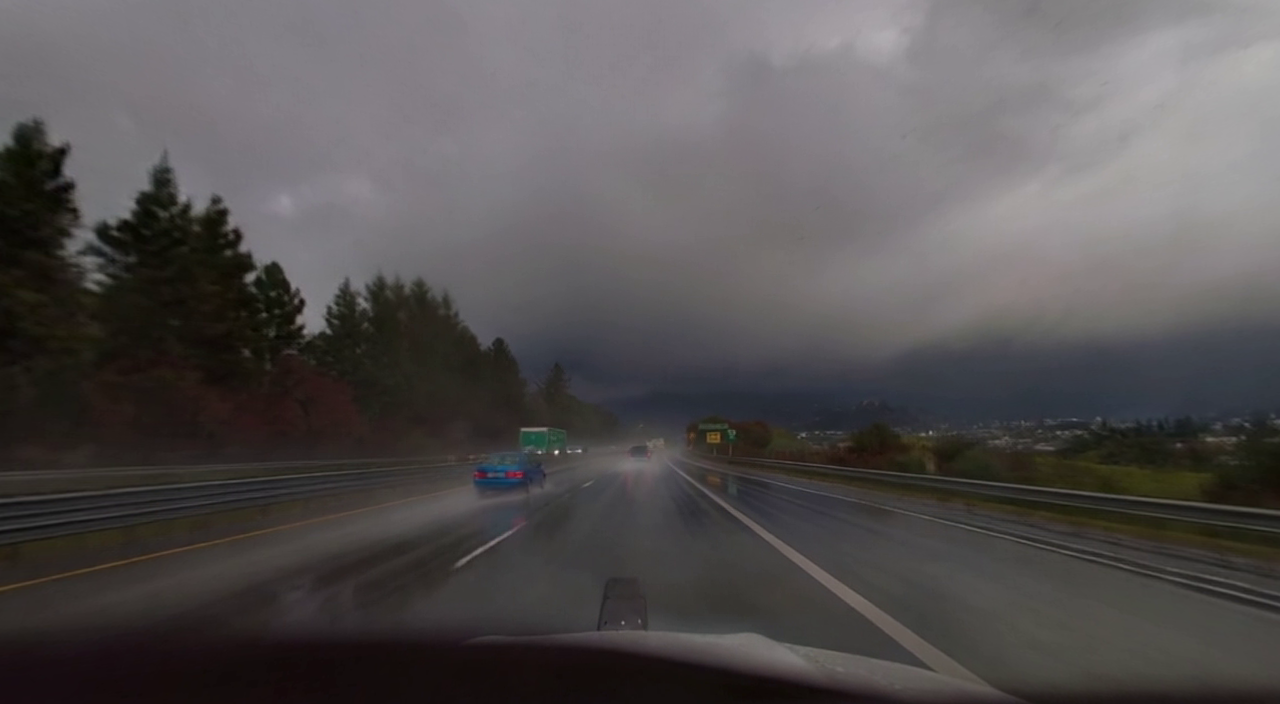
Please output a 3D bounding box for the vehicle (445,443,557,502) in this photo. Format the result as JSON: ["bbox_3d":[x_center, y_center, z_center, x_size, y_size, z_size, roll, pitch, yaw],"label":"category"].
[{"bbox_3d":[-3.850,3.437,18.415,2.157,1.483,4.601,0,-9,1],"label":"vehicle"}]

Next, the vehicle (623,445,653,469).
[{"bbox_3d":[-0.098,7.225,43.434,2.011,1.590,3.607,0,-9,1],"label":"vehicle"}]
